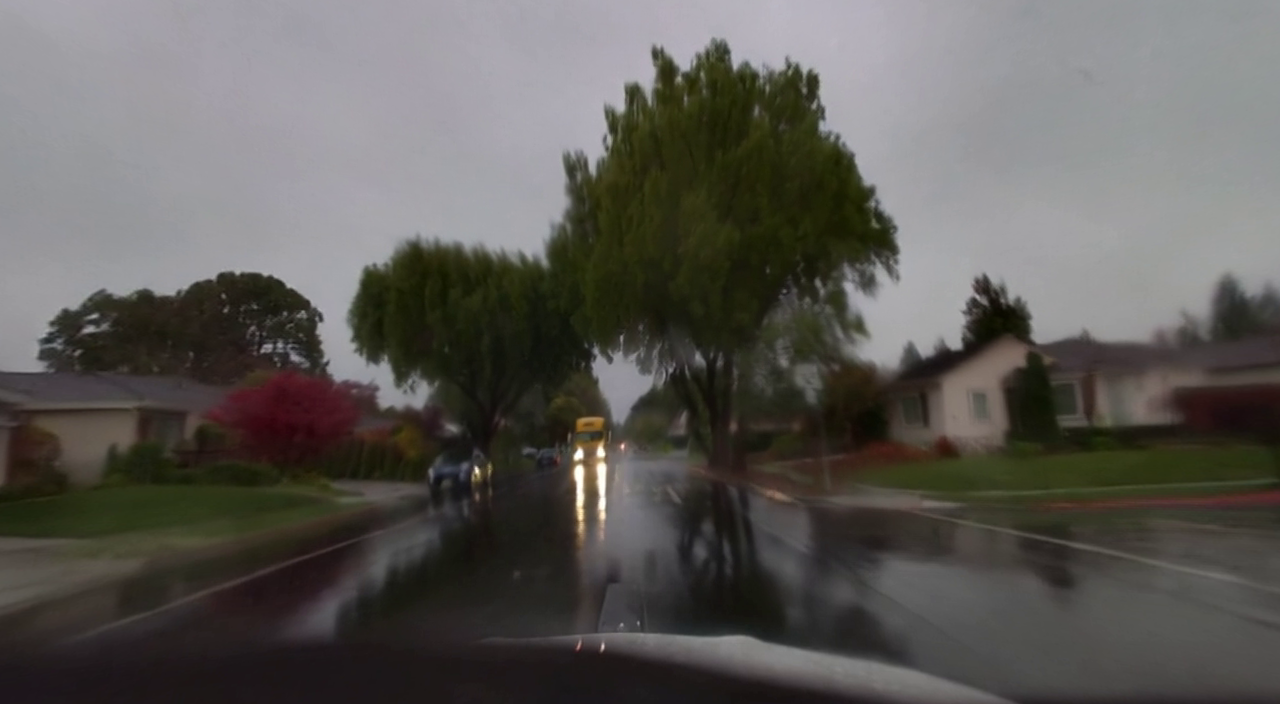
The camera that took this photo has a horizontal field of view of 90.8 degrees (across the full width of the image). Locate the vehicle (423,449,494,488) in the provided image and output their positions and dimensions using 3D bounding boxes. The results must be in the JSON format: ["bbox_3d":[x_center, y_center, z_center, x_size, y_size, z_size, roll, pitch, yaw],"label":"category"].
[{"bbox_3d":[-8.906,5.741,31.498,2.119,1.775,4.643,0,-9,0],"label":"vehicle"}]
